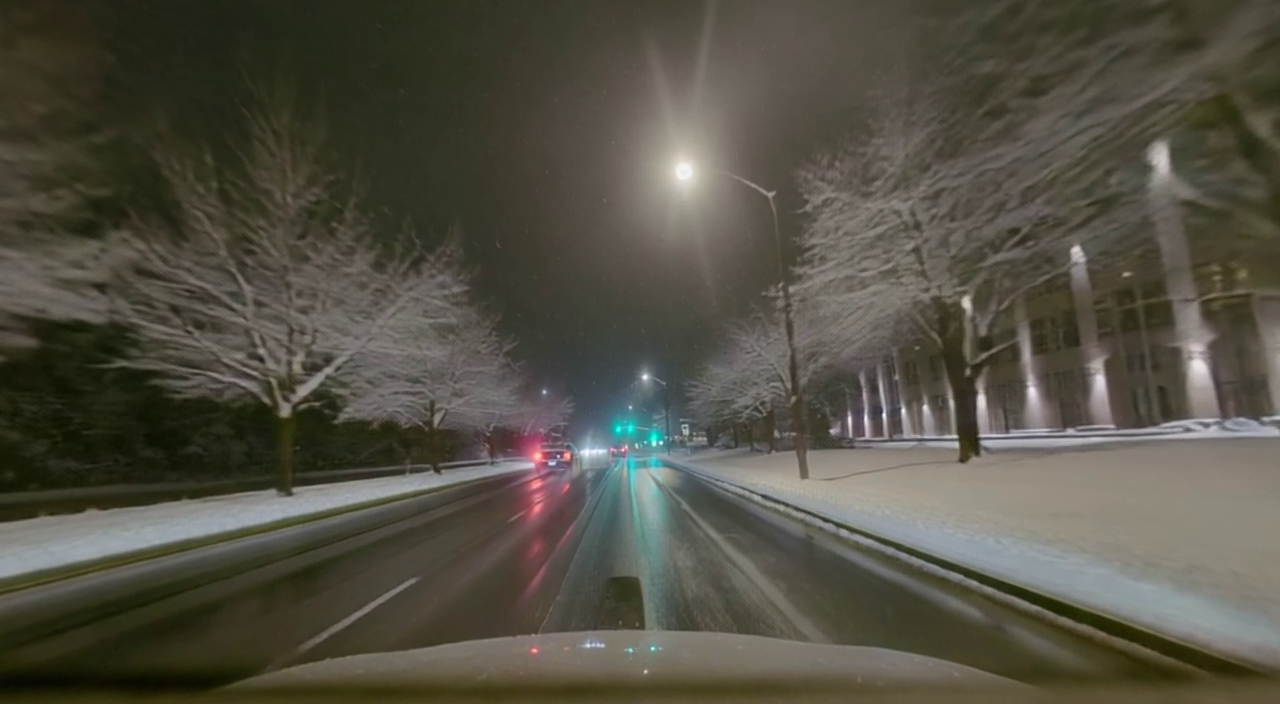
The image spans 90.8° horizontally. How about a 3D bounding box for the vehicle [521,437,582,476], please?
[{"bbox_3d":[-4.117,4.943,30.117,2.202,1.685,4.772,0,-8,0],"label":"vehicle"}]
